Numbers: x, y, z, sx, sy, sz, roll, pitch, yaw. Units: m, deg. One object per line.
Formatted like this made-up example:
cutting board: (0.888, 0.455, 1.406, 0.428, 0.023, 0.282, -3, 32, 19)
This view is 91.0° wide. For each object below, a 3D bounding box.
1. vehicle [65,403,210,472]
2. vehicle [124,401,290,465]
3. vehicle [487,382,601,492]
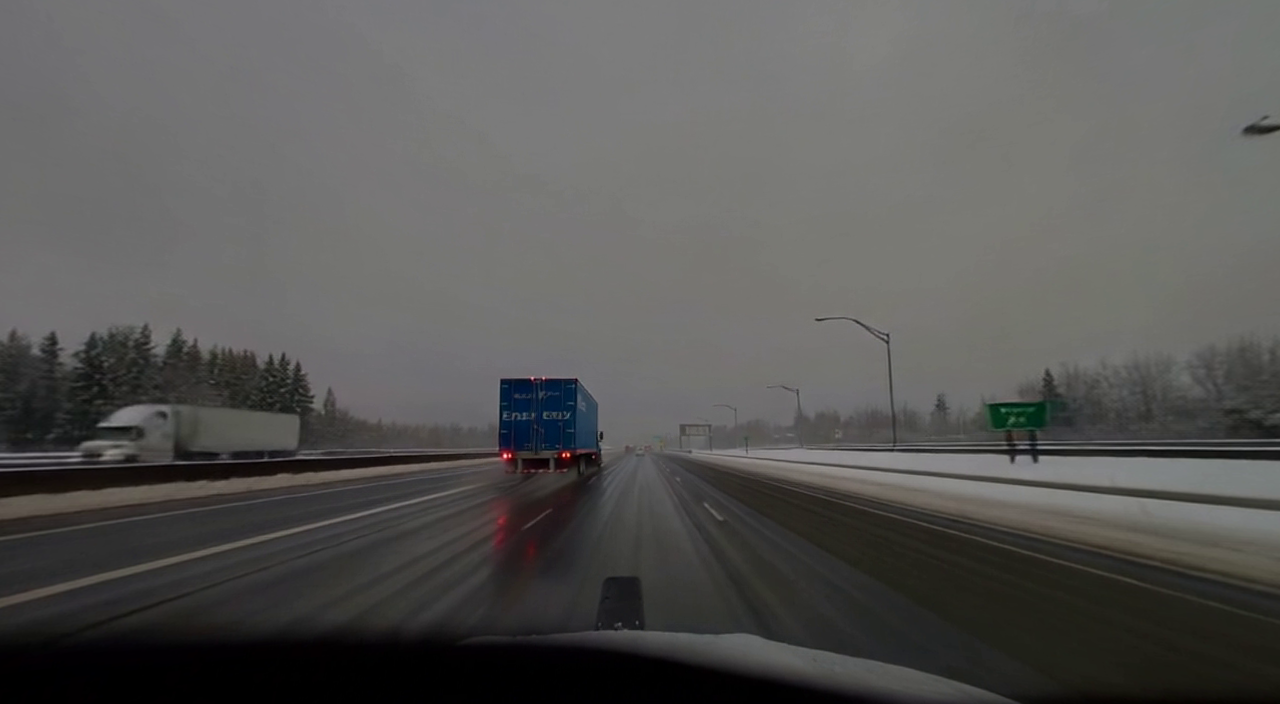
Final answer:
vehicle: (-28.858, 5.015, 36.633, 3.020, 3.679, 6.256, 0, -9, 0)
vehicle: (-28.823, 5.709, 43.094, 2.921, 3.762, 11.824, 0, -9, 0)
vehicle: (-3.267, 3.300, 24.020, 2.922, 3.458, 8.360, 0, -9, 1)
